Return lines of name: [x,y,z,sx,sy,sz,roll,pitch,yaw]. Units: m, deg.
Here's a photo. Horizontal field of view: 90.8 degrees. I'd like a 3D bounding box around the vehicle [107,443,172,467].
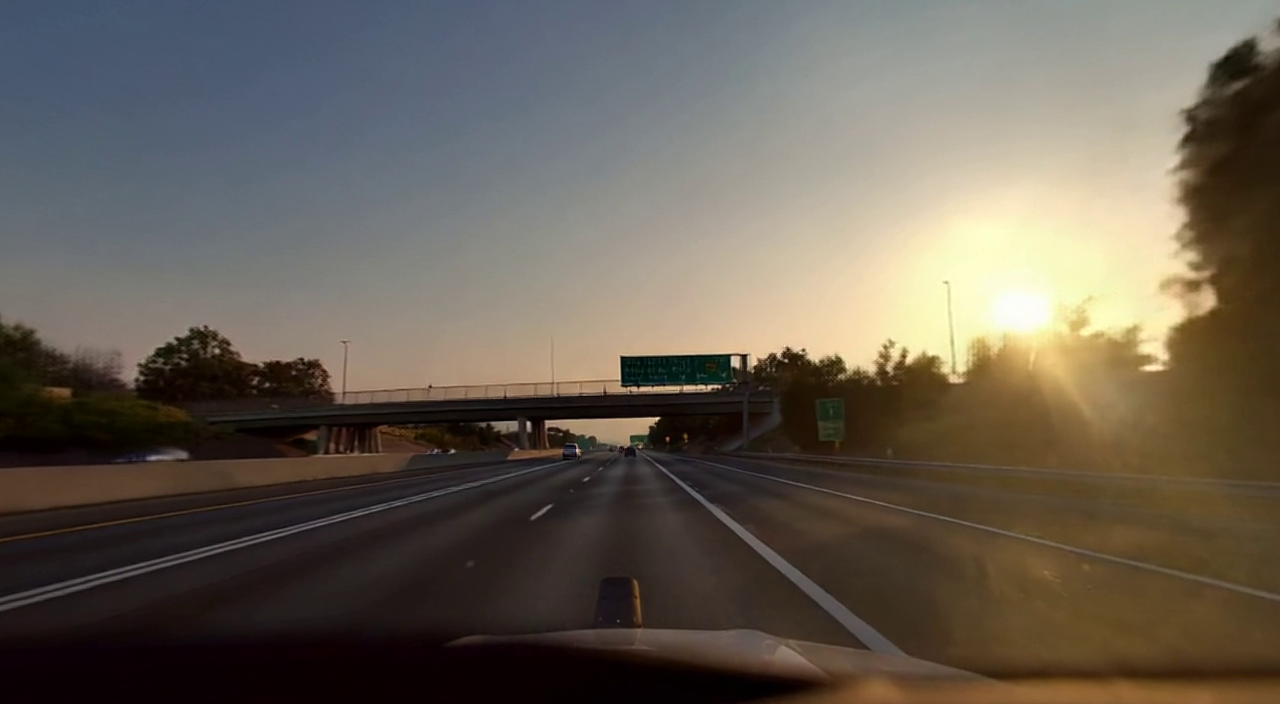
vehicle: [-36.223,7.439,45.819,1.844,1.473,3.683,-4,-7,-1]
